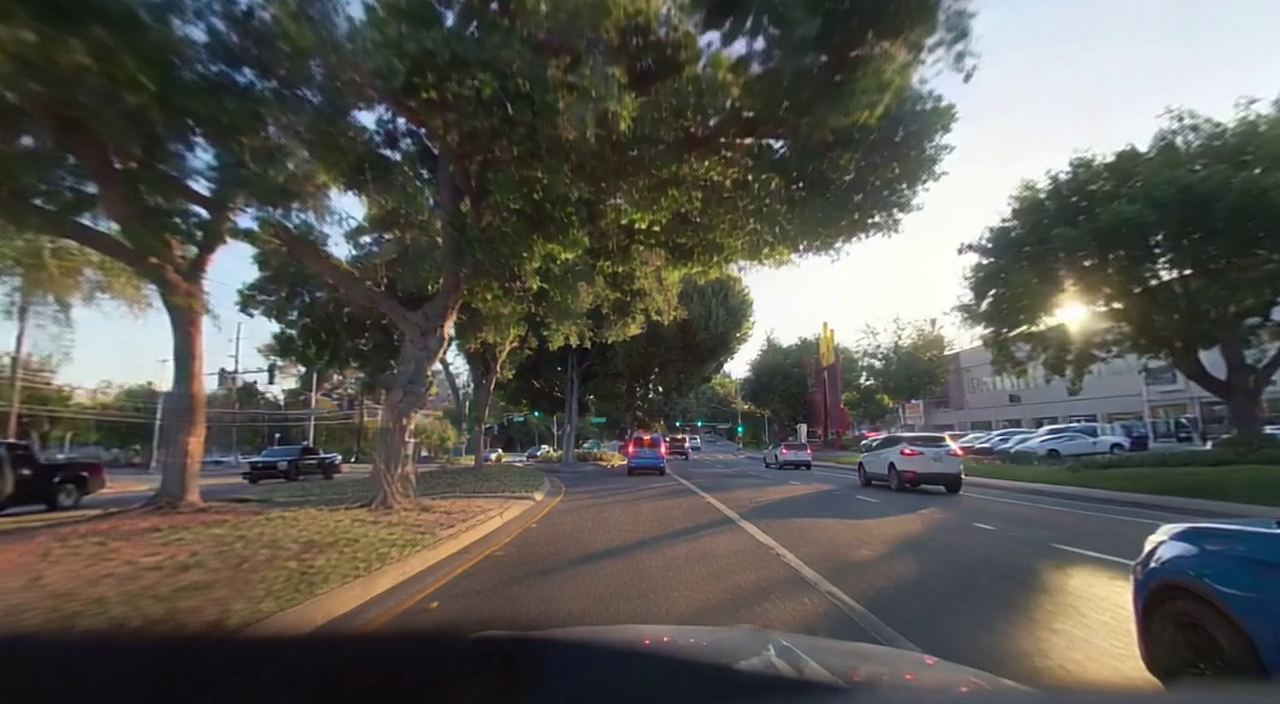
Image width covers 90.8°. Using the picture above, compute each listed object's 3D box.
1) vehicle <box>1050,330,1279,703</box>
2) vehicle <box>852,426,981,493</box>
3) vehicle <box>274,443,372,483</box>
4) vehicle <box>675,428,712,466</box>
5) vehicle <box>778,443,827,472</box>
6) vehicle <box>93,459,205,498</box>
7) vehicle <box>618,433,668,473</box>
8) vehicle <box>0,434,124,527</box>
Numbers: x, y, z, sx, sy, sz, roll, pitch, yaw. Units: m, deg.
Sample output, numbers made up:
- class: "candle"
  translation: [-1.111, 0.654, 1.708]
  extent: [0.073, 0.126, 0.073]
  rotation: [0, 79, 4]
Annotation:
- class: "vehicle"
  translation: [3.503, 0.637, 1.488]
  extent: [2.076, 1.716, 4.416]
  rotation: [0, -9, 0]
- class: "vehicle"
  translation: [8.142, 3.203, 19.130]
  extent: [1.977, 1.786, 4.344]
  rotation: [0, -9, 1]
- class: "vehicle"
  translation: [-14.450, 5.084, 29.142]
  extent: [2.136, 1.676, 4.371]
  rotation: [-1, -9, 2]
- class: "vehicle"
  translation: [3.815, 6.844, 45.648]
  extent: [2.239, 2.586, 4.586]
  rotation: [0, -8, 0]
- class: "vehicle"
  translation: [9.129, 5.938, 35.863]
  extent: [1.879, 1.517, 4.006]
  rotation: [-1, -9, 2]
- class: "vehicle"
  translation: [-21.836, 5.600, 28.285]
  extent: [1.879, 1.520, 3.830]
  rotation: [0, -9, 0]
- class: "vehicle"
  translation: [0.119, 5.261, 32.993]
  extent: [2.402, 1.938, 4.535]
  rotation: [0, -9, -1]
- class: "vehicle"
  translation: [-13.943, 2.652, 13.103]
  extent: [2.159, 1.836, 5.038]
  rotation: [0, -9, 0]
